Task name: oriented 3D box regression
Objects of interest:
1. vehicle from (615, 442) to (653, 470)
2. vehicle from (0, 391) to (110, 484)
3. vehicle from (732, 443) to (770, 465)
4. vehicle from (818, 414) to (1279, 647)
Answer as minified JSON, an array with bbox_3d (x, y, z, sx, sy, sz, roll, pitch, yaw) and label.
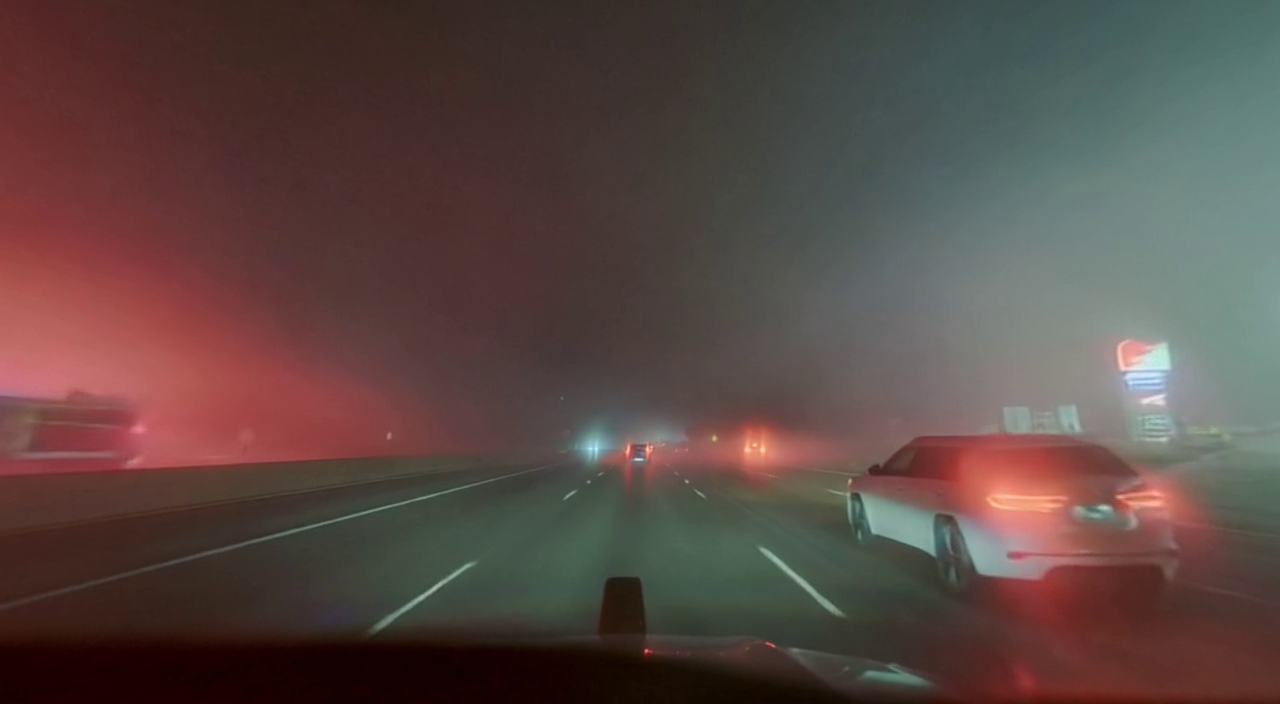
[{"bbox_3d":[-0.331,5.771,35.155,1.999,1.473,4.351,0,-8,0],"label":"vehicle"},{"bbox_3d":[-29.074,3.659,26.940,2.967,3.957,11.098,0,-8,1],"label":"vehicle"},{"bbox_3d":[7.770,7.193,44.495,1.867,1.463,4.295,0,-8,-1],"label":"vehicle"},{"bbox_3d":[3.588,1.505,6.479,2.172,1.490,4.668,0,-8,0],"label":"vehicle"}]
